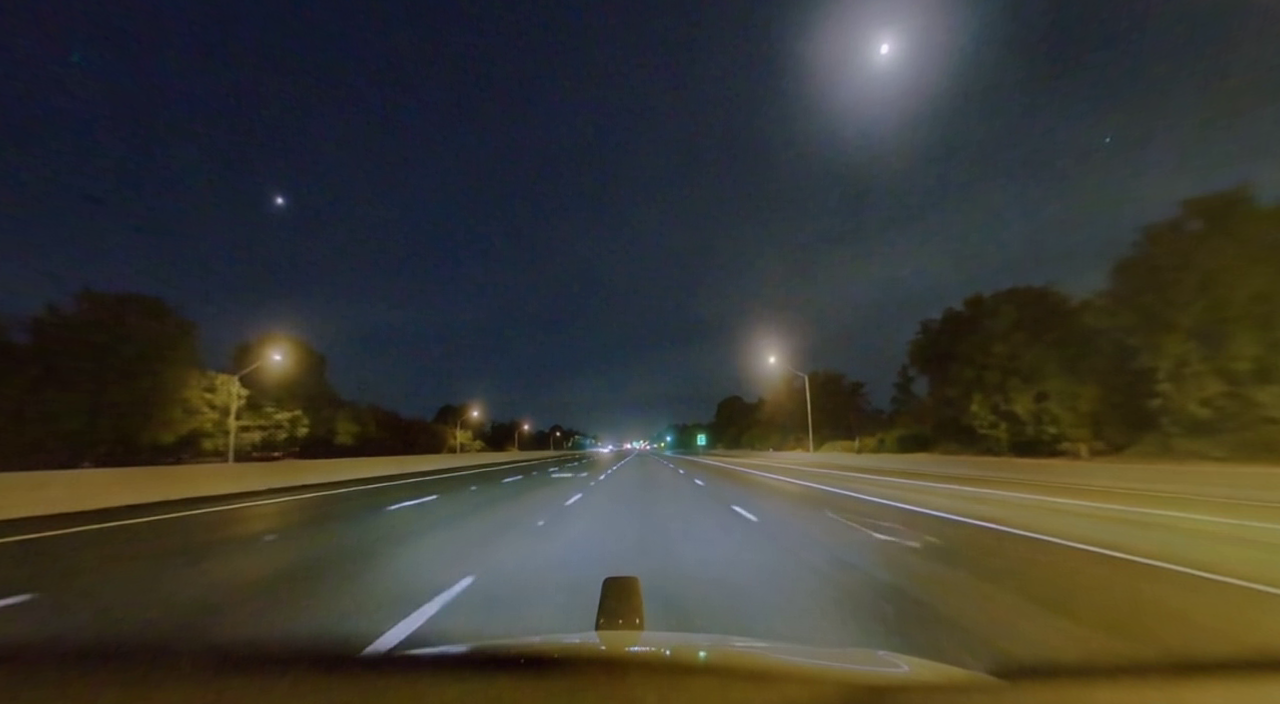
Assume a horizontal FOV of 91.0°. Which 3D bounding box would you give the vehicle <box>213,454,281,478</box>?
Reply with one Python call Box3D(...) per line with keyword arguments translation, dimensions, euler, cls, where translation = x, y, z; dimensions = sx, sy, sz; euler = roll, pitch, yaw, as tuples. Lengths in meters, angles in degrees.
Box3D(translation=(-28.103, 8.162, 45.243), dimensions=(1.894, 1.521, 4.466), euler=(0, -9, 1), cls="vehicle")
